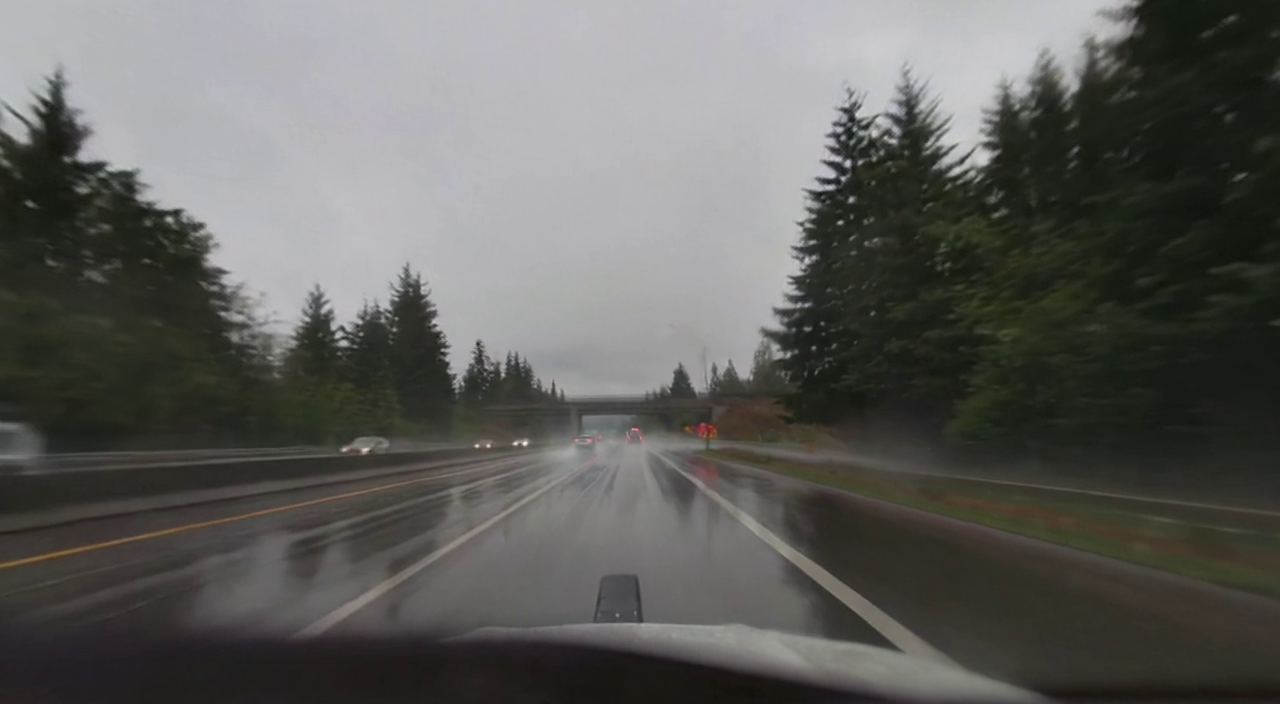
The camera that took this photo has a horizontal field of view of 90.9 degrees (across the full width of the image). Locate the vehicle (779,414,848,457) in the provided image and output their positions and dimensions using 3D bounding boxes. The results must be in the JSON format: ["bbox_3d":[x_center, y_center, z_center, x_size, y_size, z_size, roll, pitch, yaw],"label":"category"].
[{"bbox_3d":[9.249,4.493,34.000,2.123,2.156,4.679,0,-8,-3],"label":"vehicle"}]

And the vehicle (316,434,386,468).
[{"bbox_3d":[-16.742,5.735,36.729,1.946,1.804,4.654,0,-8,-1],"label":"vehicle"}]
